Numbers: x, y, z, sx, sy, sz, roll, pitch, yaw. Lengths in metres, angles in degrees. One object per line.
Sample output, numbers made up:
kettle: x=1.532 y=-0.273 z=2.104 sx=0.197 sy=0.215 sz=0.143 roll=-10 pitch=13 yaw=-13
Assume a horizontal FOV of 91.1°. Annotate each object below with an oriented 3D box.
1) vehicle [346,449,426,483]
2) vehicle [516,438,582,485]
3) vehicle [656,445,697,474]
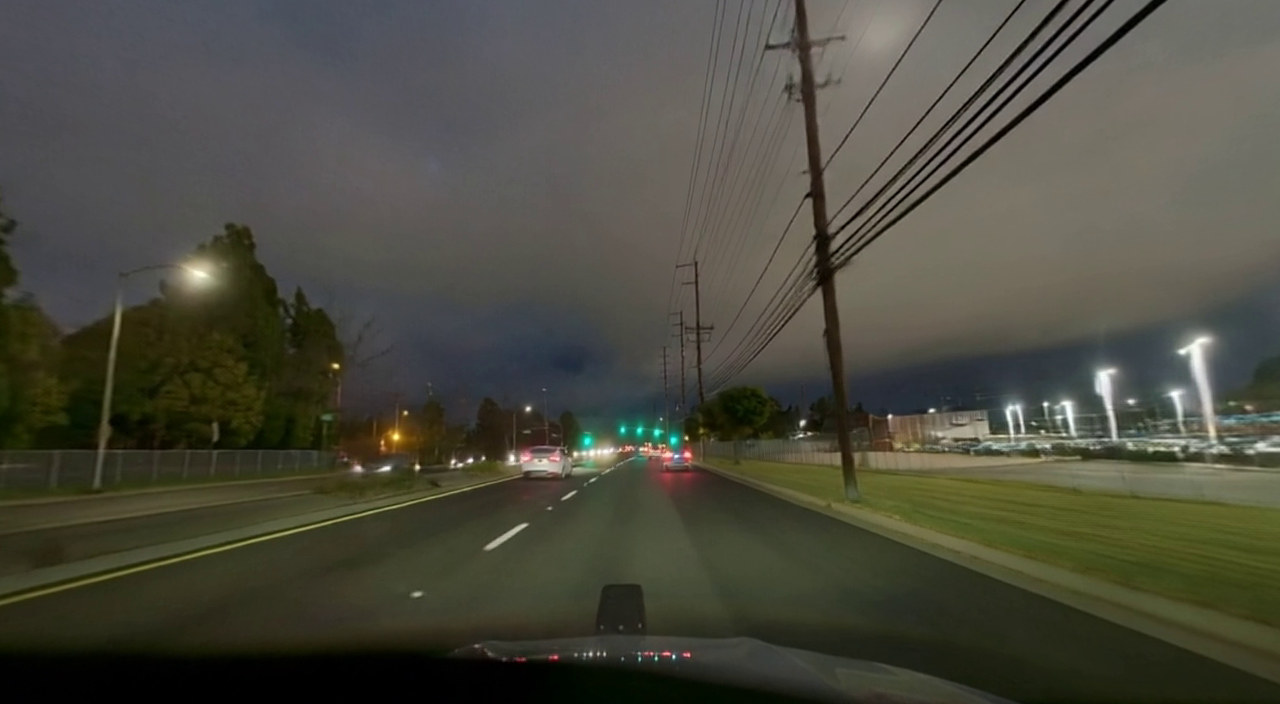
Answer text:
vehicle: x=-12.744 y=5.744 z=31.894 sx=2.028 sy=1.534 sz=4.589 roll=-1 pitch=-8 yaw=2
vehicle: x=-3.573 y=4.380 z=25.452 sx=1.950 sy=1.692 sz=4.397 roll=0 pitch=-8 yaw=1
vehicle: x=1.964 y=5.941 z=34.955 sx=2.059 sy=1.486 sz=3.980 roll=0 pitch=-8 yaw=0
